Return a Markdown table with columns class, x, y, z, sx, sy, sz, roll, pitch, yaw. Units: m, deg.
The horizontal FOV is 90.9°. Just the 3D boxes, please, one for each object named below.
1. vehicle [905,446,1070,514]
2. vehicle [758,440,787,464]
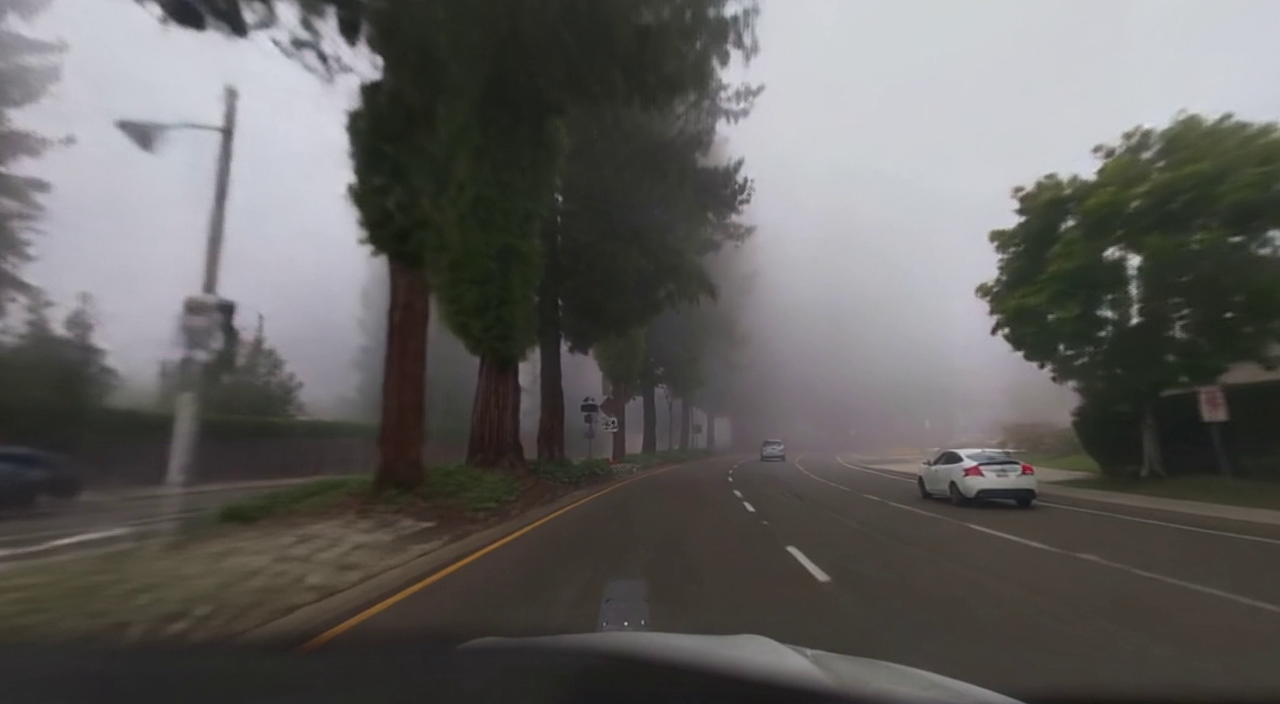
| class | x | y | z | sx | sy | sz | roll | pitch | yaw |
| --- | --- | --- | --- | --- | --- | --- | --- | --- | --- |
| vehicle | 8.441 | 3.101 | 15.852 | 1.855 | 1.444 | 4.389 | -1 | -8 | 4 |
| vehicle | 10.093 | 7.609 | 48.025 | 1.991 | 1.684 | 4.127 | -2 | -9 | 11 |
